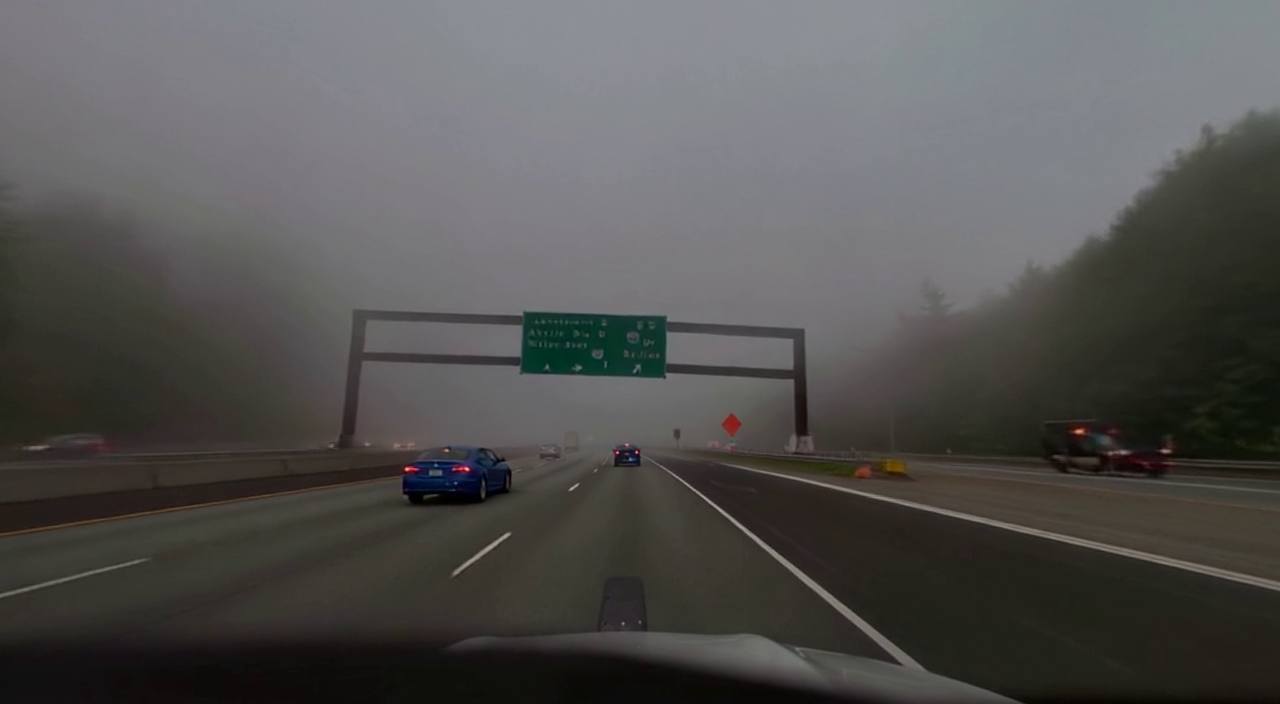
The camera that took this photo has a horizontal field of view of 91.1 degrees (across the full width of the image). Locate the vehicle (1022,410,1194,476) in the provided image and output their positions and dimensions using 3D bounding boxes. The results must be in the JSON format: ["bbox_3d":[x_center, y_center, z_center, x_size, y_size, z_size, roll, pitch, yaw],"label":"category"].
[{"bbox_3d":[21.079,4.185,28.960,2.728,2.610,7.309,-1,-8,5],"label":"vehicle"}]

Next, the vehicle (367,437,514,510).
[{"bbox_3d":[-4.392,2.735,14.672,2.001,1.415,4.360,0,-8,0],"label":"vehicle"}]

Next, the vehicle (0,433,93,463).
[{"bbox_3d":[-37.293,6.001,39.335,2.047,1.756,4.811,1,-8,-6],"label":"vehicle"}]

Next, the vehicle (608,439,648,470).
[{"bbox_3d":[-0.646,5.283,32.597,1.963,1.462,4.681,0,-8,-2],"label":"vehicle"}]
